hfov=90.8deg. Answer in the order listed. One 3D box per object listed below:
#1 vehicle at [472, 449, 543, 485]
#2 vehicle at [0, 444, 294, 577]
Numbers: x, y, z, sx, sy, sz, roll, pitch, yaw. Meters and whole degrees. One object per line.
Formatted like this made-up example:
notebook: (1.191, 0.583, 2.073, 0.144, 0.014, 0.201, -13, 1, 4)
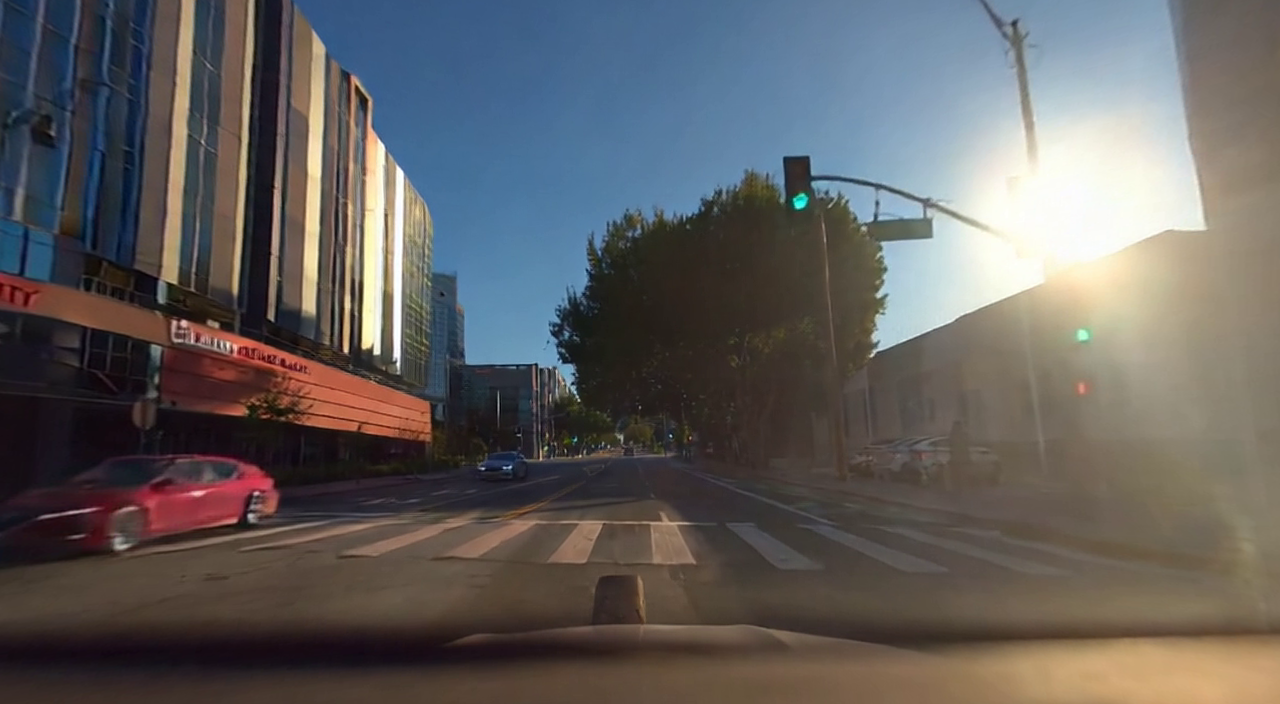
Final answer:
vehicle: (-6.261, 5.474, 30.490, 2.037, 1.563, 4.754, -1, -8, 4)
vehicle: (-7.260, 2.159, 9.425, 1.897, 1.537, 3.770, -1, -8, 3)
